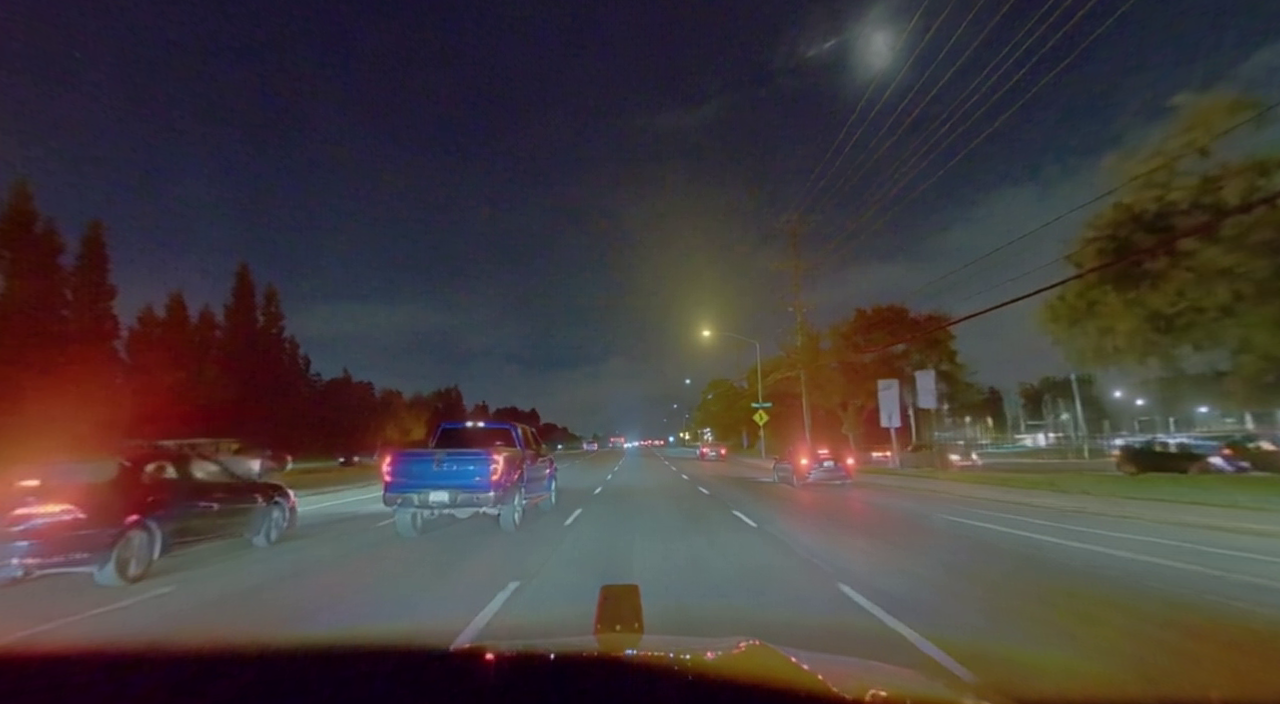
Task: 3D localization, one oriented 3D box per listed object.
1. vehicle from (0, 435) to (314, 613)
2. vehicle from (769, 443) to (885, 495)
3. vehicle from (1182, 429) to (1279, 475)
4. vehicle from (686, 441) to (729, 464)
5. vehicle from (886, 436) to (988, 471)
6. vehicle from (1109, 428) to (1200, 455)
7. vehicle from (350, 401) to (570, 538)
[{"bbox_3d":[-6.342,1.824,7.804,2.035,1.497,4.723,0,-8,1],"label":"vehicle"},{"bbox_3d":[5.753,3.635,20.122,1.840,1.428,4.602,1,-9,-6],"label":"vehicle"},{"bbox_3d":[23.245,3.698,23.399,1.860,1.597,4.261,4,-9,-25],"label":"vehicle"},{"bbox_3d":[4.320,6.474,40.811,2.071,1.435,4.226,0,-8,-3],"label":"vehicle"},{"bbox_3d":[17.412,5.988,37.502,2.267,1.925,5.964,1,-9,-11],"label":"vehicle"},{"bbox_3d":[34.846,6.072,42.807,4.595,1.701,2.257,2,-9,-12],"label":"vehicle"},{"bbox_3d":[-2.974,2.173,12.347,2.467,1.991,6.089,0,-8,0],"label":"vehicle"}]
